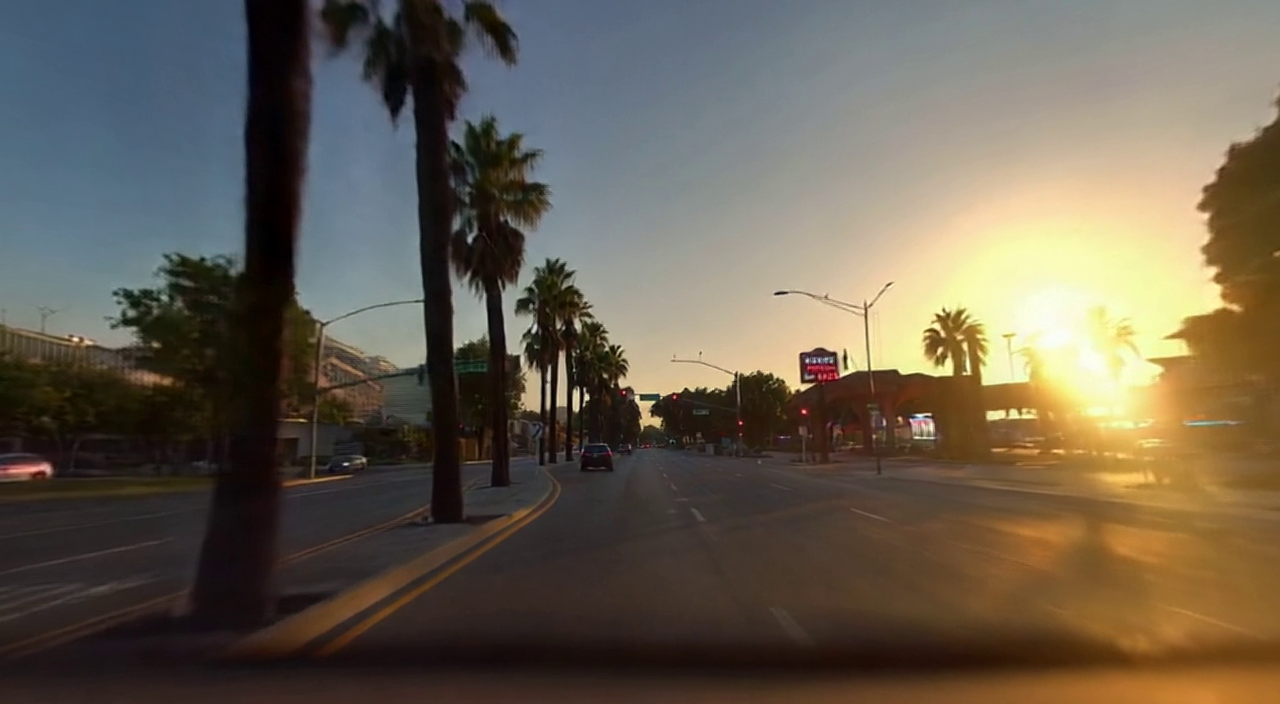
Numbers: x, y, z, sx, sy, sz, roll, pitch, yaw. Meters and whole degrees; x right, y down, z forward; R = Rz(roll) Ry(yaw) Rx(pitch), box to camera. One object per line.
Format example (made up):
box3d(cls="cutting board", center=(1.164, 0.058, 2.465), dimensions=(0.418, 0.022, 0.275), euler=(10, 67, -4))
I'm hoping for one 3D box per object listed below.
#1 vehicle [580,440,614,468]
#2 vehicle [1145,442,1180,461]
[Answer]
box3d(cls="vehicle", center=(-2.692, 6.343, 39.305), dimensions=(1.990, 1.639, 3.885), euler=(0, -9, -5))
box3d(cls="vehicle", center=(41.417, 7.887, 49.999), dimensions=(1.821, 1.442, 3.914), euler=(-8, -11, 41))
